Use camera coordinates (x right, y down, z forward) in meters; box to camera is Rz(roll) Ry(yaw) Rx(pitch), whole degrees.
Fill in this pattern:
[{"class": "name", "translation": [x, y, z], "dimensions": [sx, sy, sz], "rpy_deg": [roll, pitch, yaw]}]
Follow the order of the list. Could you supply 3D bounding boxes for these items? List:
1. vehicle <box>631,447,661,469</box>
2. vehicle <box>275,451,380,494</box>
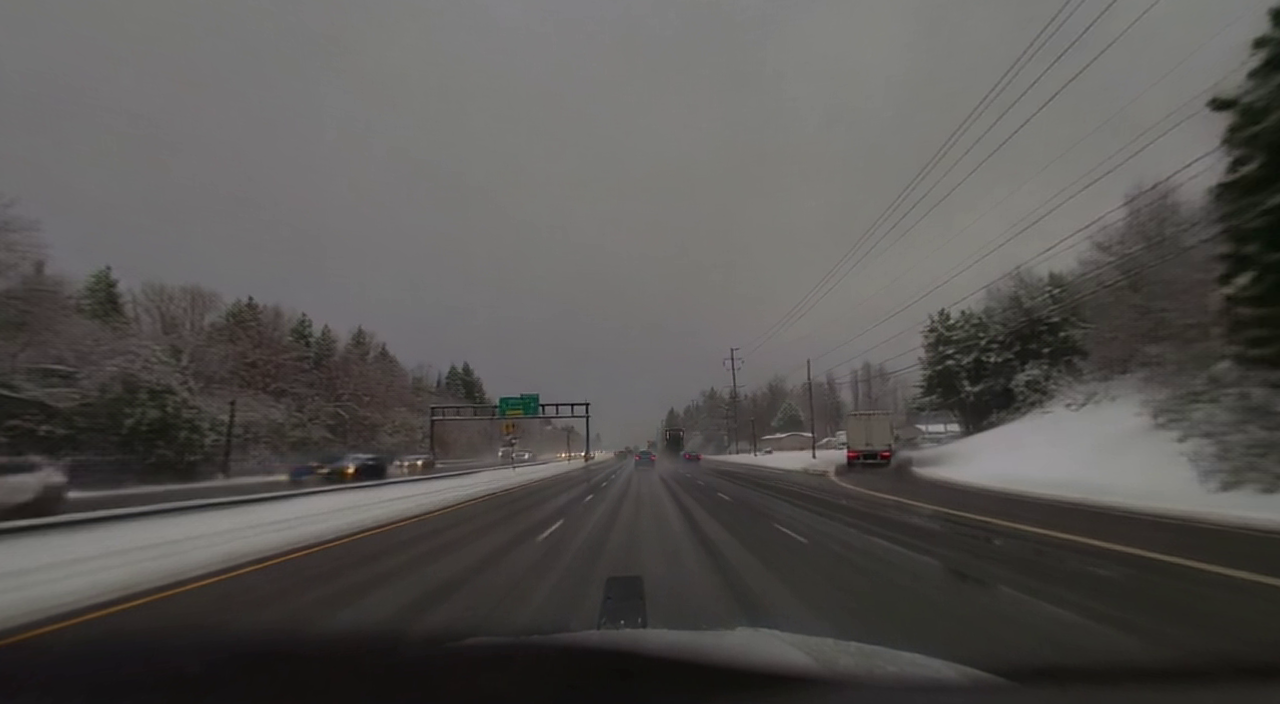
[{"class": "vehicle", "translation": [0.458, 7.817, 46.606], "dimensions": [2.111, 1.599, 3.859], "rpy_deg": [0, -9, 0]}, {"class": "vehicle", "translation": [-11.980, 4.603, 24.525], "dimensions": [1.871, 1.480, 4.270], "rpy_deg": [0, -9, 0]}]
